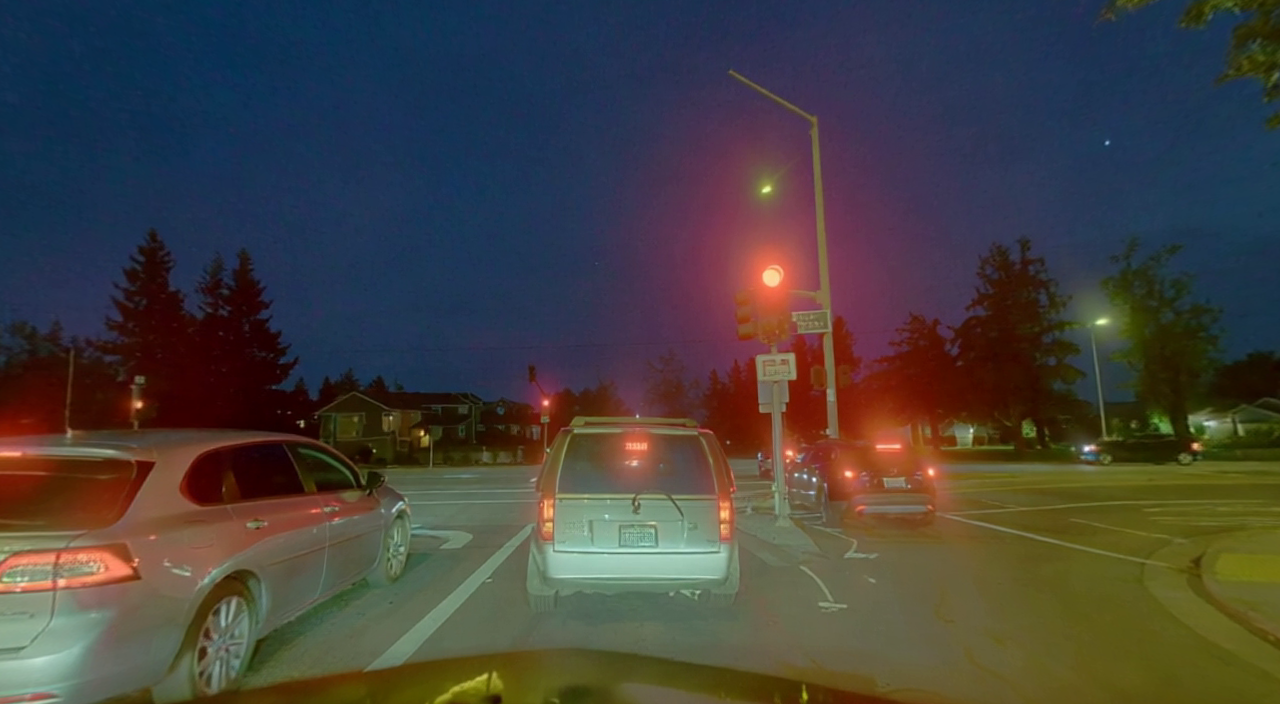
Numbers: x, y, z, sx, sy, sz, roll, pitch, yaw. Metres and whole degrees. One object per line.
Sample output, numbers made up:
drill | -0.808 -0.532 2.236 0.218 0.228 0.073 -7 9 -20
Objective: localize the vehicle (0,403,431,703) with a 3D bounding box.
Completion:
vehicle | -3.283 1.277 4.714 2.035 1.492 4.415 0 -9 -2

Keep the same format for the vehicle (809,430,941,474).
vehicle | 9.945 4.281 27.086 4.887 1.769 2.035 -1 -9 6

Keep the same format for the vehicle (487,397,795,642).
vehicle | -0.134 1.468 6.555 2.154 1.670 4.140 1 -9 -4

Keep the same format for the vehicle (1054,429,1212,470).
vehicle | 20.130 4.000 25.985 4.670 1.616 1.926 -1 -9 6
